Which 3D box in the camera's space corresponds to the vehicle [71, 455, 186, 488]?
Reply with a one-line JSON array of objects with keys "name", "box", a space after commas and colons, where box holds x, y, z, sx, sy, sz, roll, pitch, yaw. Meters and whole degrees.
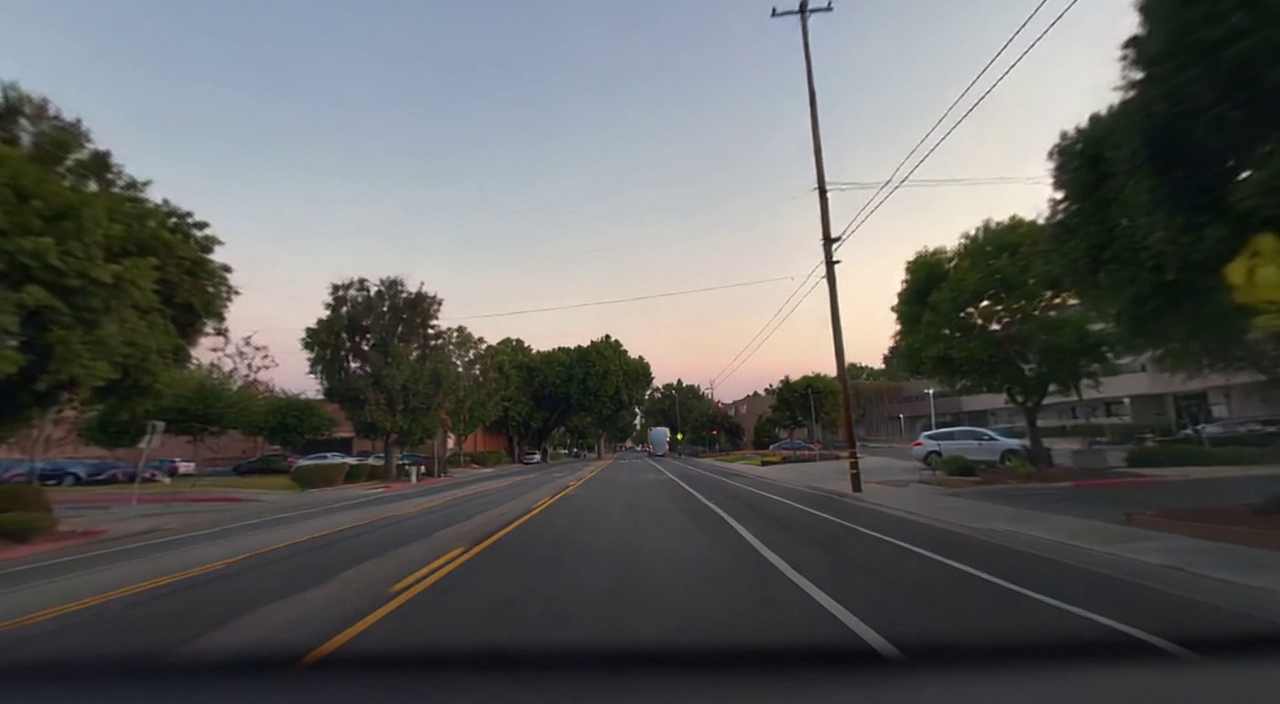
[{"name": "vehicle", "box": [-27.278, 6.352, 33.867, 4.272, 1.613, 1.855, 2, -9, -14]}]

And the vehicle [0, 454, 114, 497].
[{"name": "vehicle", "box": [-26.685, 5.437, 28.065, 4.511, 1.731, 2.022, 3, -9, -22]}]

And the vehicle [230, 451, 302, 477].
[{"name": "vehicle", "box": [-27.672, 8.261, 46.808, 4.417, 1.747, 1.954, 5, -10, -33]}]

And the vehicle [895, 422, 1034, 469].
[{"name": "vehicle", "box": [12.752, 3.707, 25.085, 4.632, 1.701, 1.975, -4, -9, 26]}]

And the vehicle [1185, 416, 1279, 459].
[{"name": "vehicle", "box": [23.132, 3.310, 24.299, 4.694, 1.496, 1.845, 5, -10, -32]}]

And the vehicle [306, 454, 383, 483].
[{"name": "vehicle", "box": [-17.356, 6.788, 37.047, 4.708, 1.472, 1.994, -6, -10, 35]}]

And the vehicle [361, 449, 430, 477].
[{"name": "vehicle", "box": [-16.544, 7.479, 42.753, 4.311, 1.746, 1.984, -5, -9, 30]}]
